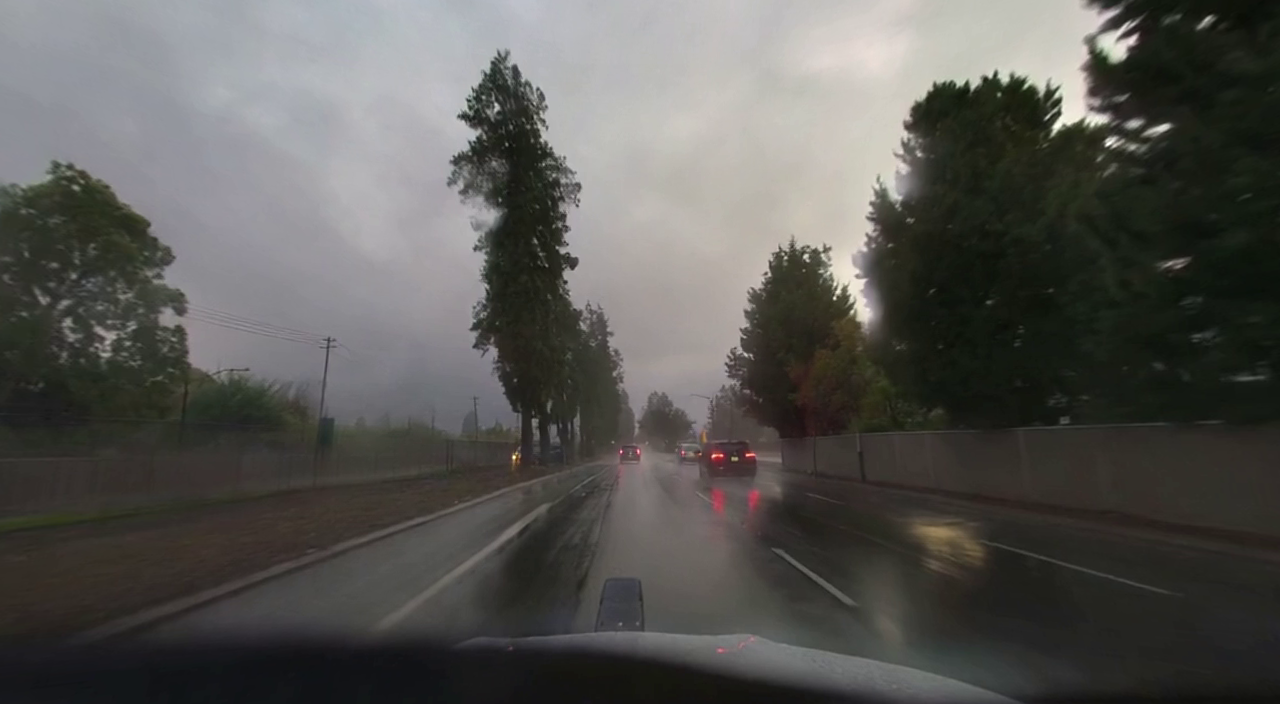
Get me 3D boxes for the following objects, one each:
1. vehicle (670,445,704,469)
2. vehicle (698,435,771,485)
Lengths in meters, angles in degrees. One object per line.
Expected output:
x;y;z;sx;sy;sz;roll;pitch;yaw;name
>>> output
3.340;7.503;45.397;2.012;1.653;4.115;0;-9;-1;vehicle
3.689;4.335;25.615;2.112;1.825;4.574;0;-9;-2;vehicle
